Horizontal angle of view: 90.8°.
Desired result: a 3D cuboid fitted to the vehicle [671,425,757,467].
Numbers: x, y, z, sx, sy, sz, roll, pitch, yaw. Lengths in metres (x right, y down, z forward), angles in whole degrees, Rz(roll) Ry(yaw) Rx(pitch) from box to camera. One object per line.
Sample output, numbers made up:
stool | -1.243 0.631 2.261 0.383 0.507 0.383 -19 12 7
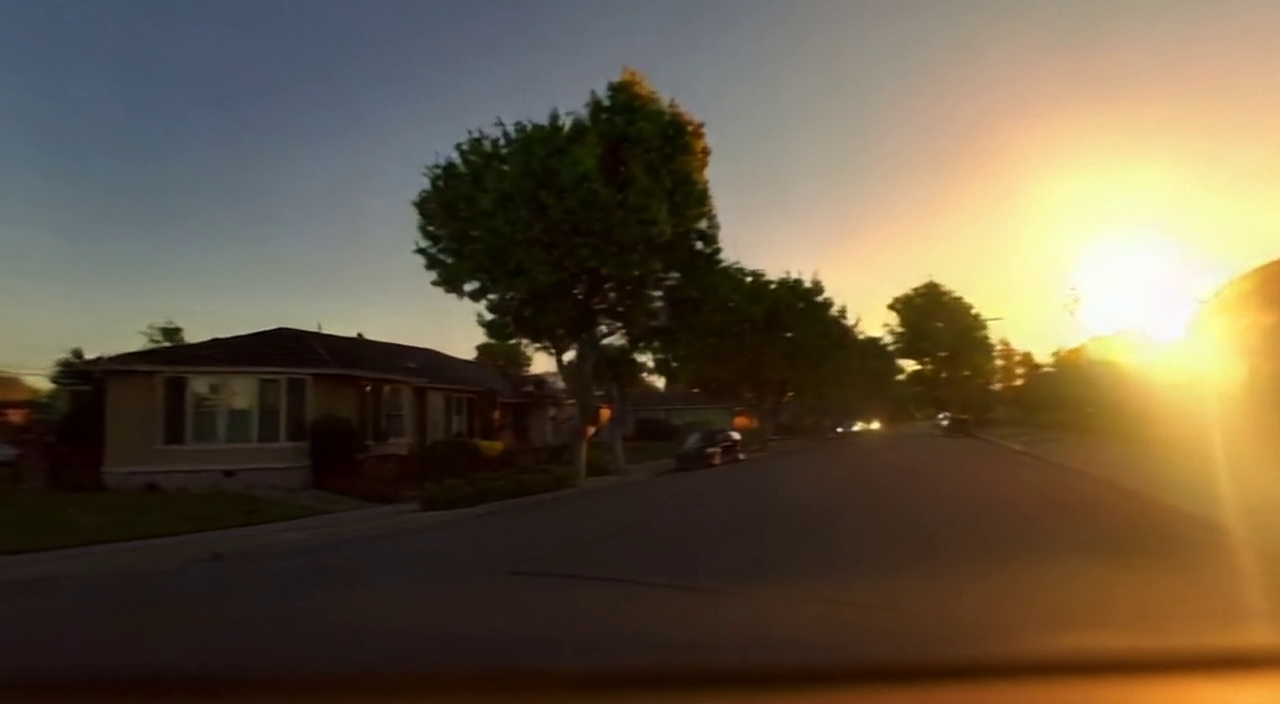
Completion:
vehicle | 2.976 3.680 24.718 1.954 1.490 4.292 -5 -10 27

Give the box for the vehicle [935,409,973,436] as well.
vehicle | 21.414 4.887 43.171 2.018 1.665 4.226 -4 -9 24
